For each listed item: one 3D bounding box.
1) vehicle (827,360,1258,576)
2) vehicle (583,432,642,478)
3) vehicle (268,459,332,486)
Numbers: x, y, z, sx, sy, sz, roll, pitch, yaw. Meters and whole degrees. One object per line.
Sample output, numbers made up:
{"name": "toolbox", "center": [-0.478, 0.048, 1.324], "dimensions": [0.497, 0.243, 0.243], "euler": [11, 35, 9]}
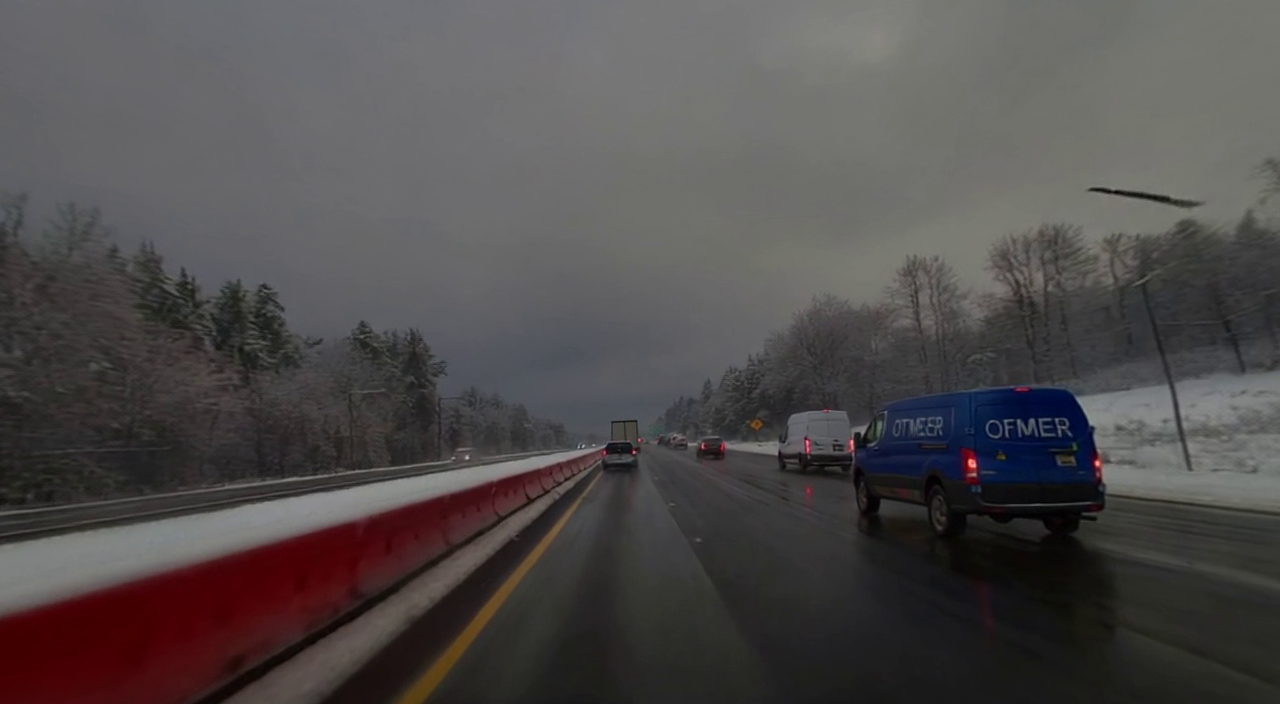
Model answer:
{"name": "vehicle", "center": [4.545, 1.433, 8.512], "dimensions": [2.223, 2.008, 5.121], "euler": [0, -8, -3]}
{"name": "vehicle", "center": [-1.039, 3.985, 24.513], "dimensions": [2.100, 1.636, 3.620], "euler": [0, -8, -2]}
{"name": "vehicle", "center": [-21.701, 7.691, 40.405], "dimensions": [1.789, 1.453, 4.243], "euler": [0, -8, -1]}
